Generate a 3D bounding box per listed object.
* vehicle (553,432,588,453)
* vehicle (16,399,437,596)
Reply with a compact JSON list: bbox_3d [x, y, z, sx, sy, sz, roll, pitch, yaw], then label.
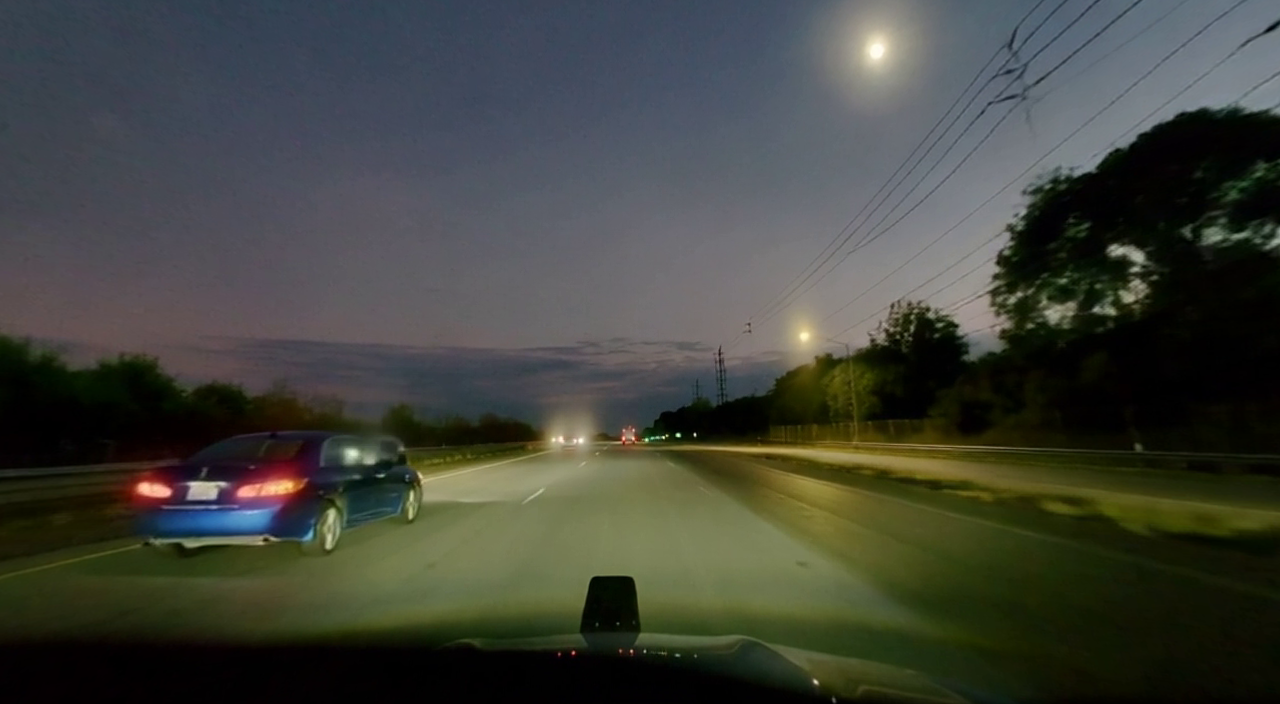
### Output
[{"bbox_3d":[-5.060,6.674,46.456,2.080,1.478,4.347,0,-8,0],"label":"vehicle"},{"bbox_3d":[-4.050,1.463,7.294,2.023,1.580,4.259,0,-8,-1],"label":"vehicle"}]
